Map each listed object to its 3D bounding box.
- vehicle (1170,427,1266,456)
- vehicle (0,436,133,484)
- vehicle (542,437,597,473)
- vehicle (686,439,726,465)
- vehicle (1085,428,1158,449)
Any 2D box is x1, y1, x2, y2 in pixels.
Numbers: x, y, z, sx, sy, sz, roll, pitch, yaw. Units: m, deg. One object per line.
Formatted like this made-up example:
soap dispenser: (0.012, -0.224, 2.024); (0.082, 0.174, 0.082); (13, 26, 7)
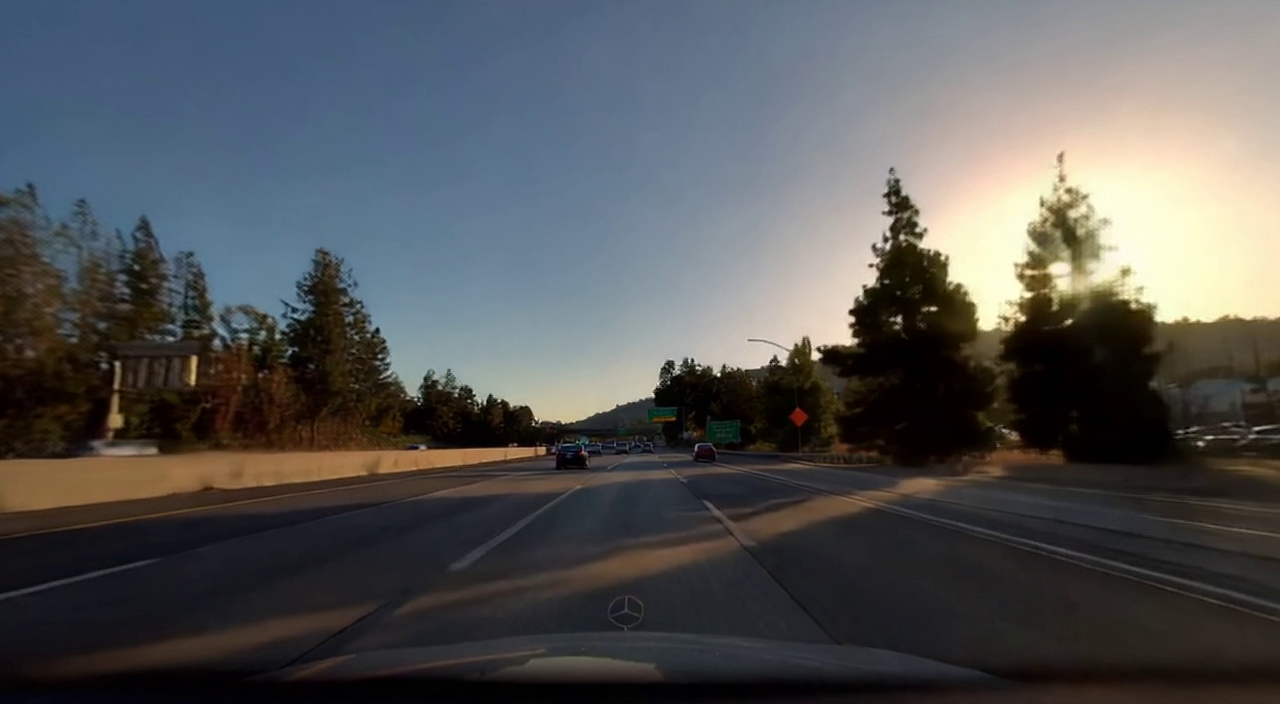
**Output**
vehicle: (37.073, 5.760, 40.527); (4.276, 1.563, 1.792); (-3, -9, 1)
vehicle: (-23.073, 4.139, 24.493); (2.111, 1.658, 5.373); (-1, -8, 3)
vehicle: (-3.547, 5.272, 32.526); (2.196, 1.733, 4.355); (0, -8, 2)
vehicle: (4.515, 6.918, 43.757); (2.229, 1.704, 4.392); (0, -8, 0)
vehicle: (37.130, 6.695, 48.694); (4.052, 1.601, 1.838); (0, -9, 0)
